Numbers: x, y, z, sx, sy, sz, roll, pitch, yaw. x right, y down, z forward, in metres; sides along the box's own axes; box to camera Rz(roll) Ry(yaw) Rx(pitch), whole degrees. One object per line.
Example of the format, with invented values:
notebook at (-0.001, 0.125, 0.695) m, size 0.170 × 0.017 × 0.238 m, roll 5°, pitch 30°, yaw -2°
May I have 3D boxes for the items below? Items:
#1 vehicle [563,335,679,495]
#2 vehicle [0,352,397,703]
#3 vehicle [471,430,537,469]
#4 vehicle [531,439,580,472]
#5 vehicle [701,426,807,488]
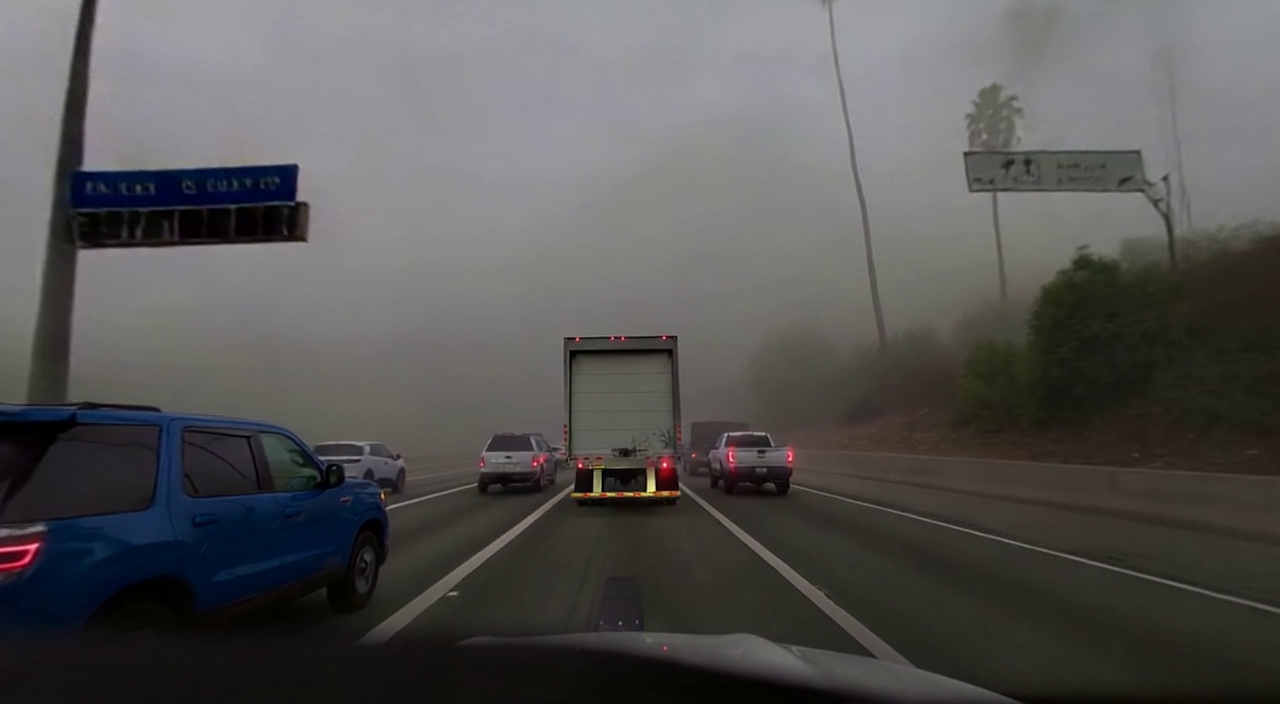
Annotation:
vehicle at (-0.446, 2.372, 21.404) m, size 2.906 × 4.040 × 10.743 m, roll 0°, pitch -9°, yaw 0°
vehicle at (-3.225, 1.090, 3.857) m, size 1.885 × 1.654 × 4.103 m, roll 0°, pitch -9°, yaw -1°
vehicle at (-7.315, 5.362, 34.711) m, size 2.344 × 1.954 × 5.579 m, roll 0°, pitch -9°, yaw 1°
vehicle at (-4.020, 5.008, 30.635) m, size 1.874 × 1.475 × 4.328 m, roll 0°, pitch -9°, yaw -1°
vehicle at (2.895, 2.815, 17.119) m, size 1.859 × 1.416 × 4.695 m, roll 0°, pitch -9°, yaw -2°
